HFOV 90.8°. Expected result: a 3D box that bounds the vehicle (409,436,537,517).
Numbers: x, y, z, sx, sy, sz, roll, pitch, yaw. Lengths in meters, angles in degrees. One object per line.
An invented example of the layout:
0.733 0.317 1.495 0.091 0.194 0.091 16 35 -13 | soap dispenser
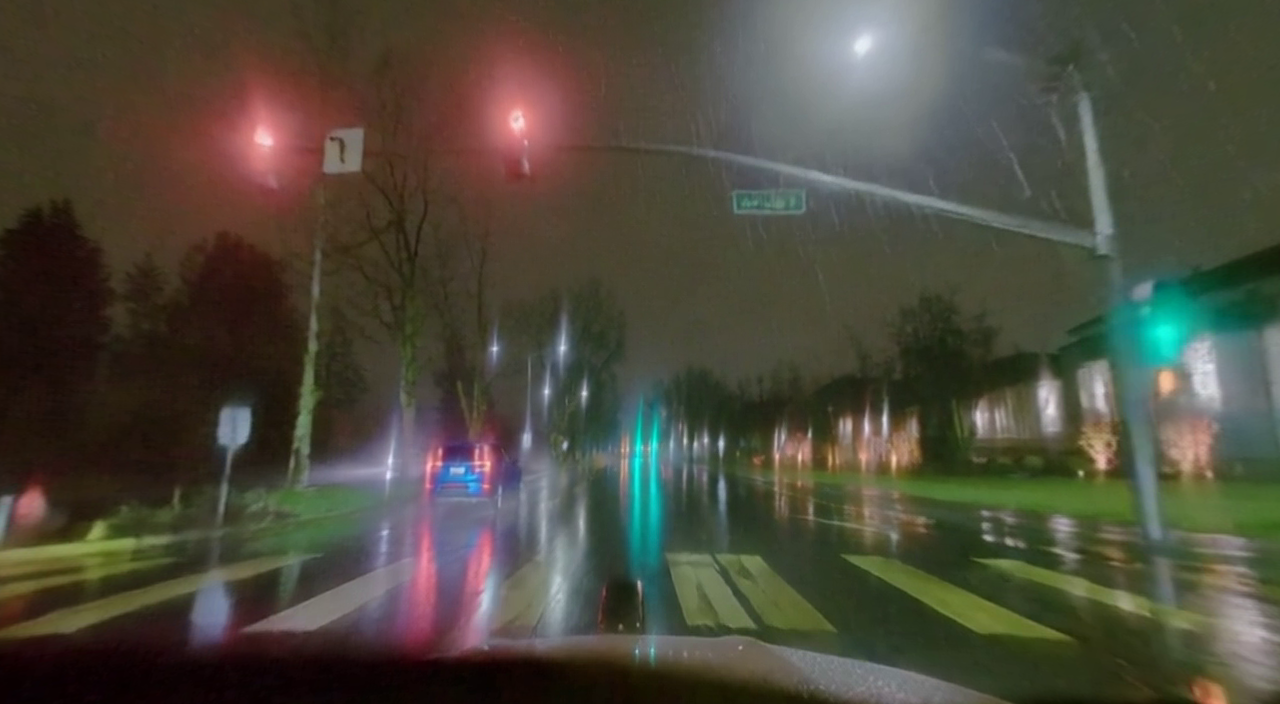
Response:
-3.977 3.010 15.894 1.993 1.733 4.262 0 -8 1 | vehicle

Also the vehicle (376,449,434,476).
-16.669 7.849 45.057 2.202 1.724 4.934 0 -8 1 | vehicle
